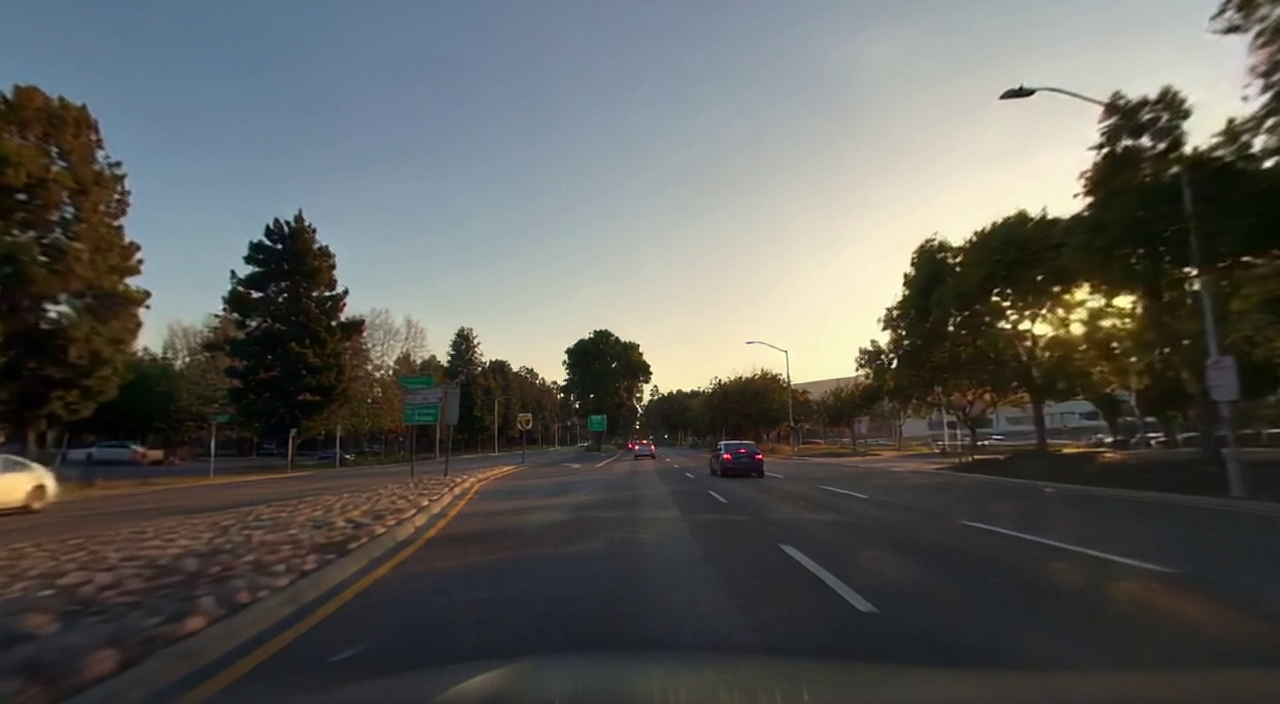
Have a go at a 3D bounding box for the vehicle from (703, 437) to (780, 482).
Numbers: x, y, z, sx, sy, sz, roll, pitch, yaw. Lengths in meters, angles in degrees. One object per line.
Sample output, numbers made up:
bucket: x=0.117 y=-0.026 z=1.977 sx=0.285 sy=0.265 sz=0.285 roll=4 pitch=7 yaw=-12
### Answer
vehicle: x=3.618 y=3.903 z=23.346 sx=1.948 sy=1.479 sz=4.620 roll=0 pitch=-8 yaw=-2

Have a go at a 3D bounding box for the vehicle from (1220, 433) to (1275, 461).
vehicle: x=38.845 y=6.073 z=40.485 sx=1.875 sy=1.645 sz=4.474 roll=-6 pitch=-10 yaw=36

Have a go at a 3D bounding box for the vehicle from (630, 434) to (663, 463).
vehicle: x=0.383 y=6.565 z=43.076 sx=1.988 sy=1.800 sz=4.322 roll=0 pitch=-8 yaw=-2
